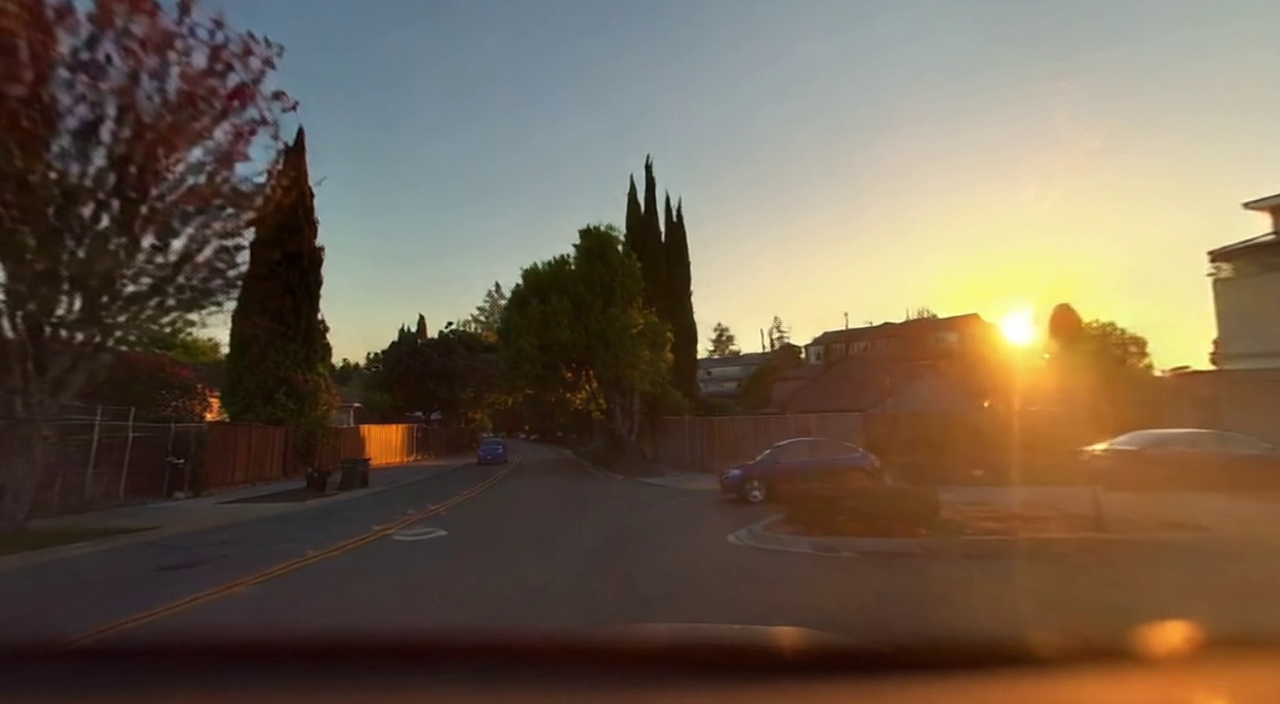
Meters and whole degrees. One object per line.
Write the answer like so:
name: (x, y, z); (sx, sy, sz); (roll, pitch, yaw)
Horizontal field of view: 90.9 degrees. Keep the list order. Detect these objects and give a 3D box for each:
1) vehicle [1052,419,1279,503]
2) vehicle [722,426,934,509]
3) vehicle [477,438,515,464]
vehicle: (11.440, 2.225, 12.949); (4.378, 1.543, 2.080); (-2, -9, 8)
vehicle: (3.796, 2.413, 13.267); (3.772, 1.531, 1.949); (-1, -9, -2)
vehicle: (-9.584, 6.659, 42.303); (2.036, 1.657, 4.391); (0, -9, -7)
